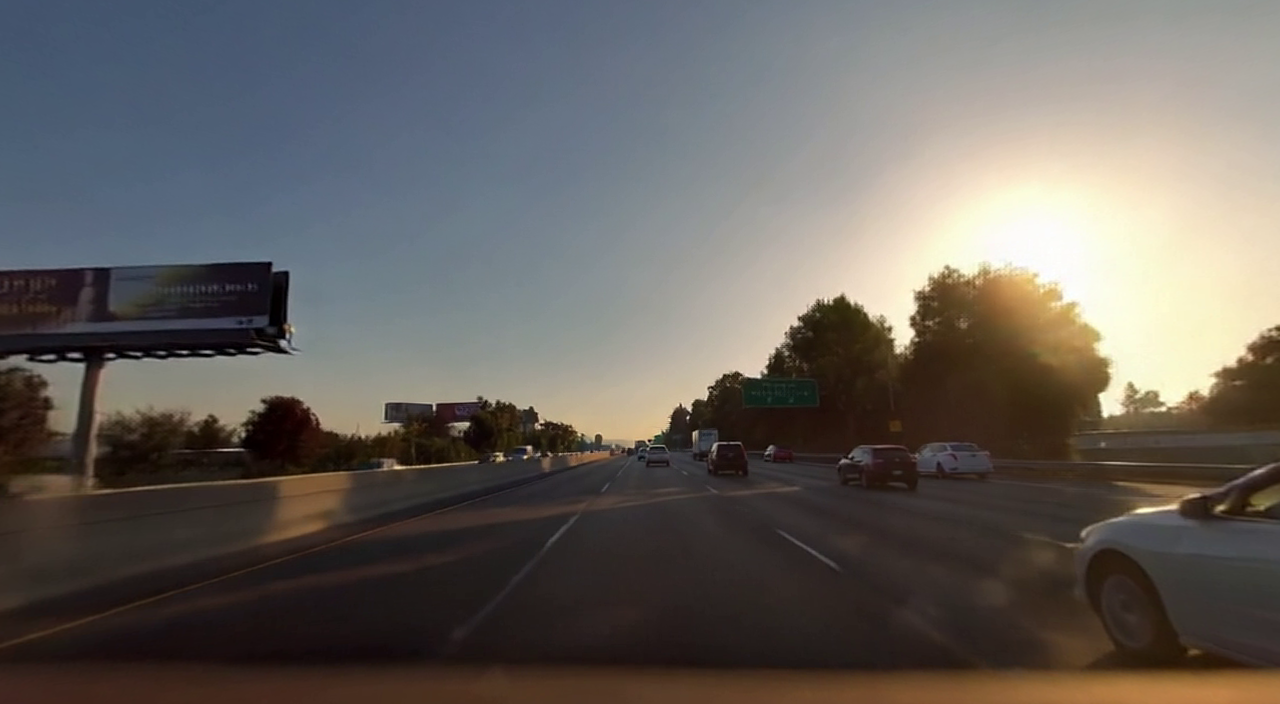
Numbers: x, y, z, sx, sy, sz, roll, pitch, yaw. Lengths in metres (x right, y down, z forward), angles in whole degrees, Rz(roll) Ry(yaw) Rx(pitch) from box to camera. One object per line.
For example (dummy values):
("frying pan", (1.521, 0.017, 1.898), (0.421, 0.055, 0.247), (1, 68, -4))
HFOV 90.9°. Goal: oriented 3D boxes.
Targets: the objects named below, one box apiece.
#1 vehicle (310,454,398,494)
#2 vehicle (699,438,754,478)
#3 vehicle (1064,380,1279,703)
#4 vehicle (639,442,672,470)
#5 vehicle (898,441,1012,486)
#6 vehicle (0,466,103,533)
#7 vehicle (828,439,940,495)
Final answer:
("vehicle", (-13.081, 5.566, 29.181), (1.864, 1.587, 4.549), (-1, -8, 1))
("vehicle", (4.362, 5.413, 32.491), (2.075, 1.845, 4.667), (0, -8, -1))
("vehicle", (3.839, 0.809, 1.960), (1.989, 1.609, 4.355), (0, -8, 0))
("vehicle", (1.052, 7.242, 44.242), (2.145, 1.832, 4.004), (0, -8, 0))
("vehicle", (12.048, 4.255, 24.553), (1.941, 1.539, 4.834), (0, -8, 0))
("vehicle", (-16.880, 3.802, 16.144), (1.975, 1.530, 4.866), (-1, -8, 0))
("vehicle", (7.608, 3.588, 20.170), (1.807, 1.558, 4.352), (0, -8, 0))
